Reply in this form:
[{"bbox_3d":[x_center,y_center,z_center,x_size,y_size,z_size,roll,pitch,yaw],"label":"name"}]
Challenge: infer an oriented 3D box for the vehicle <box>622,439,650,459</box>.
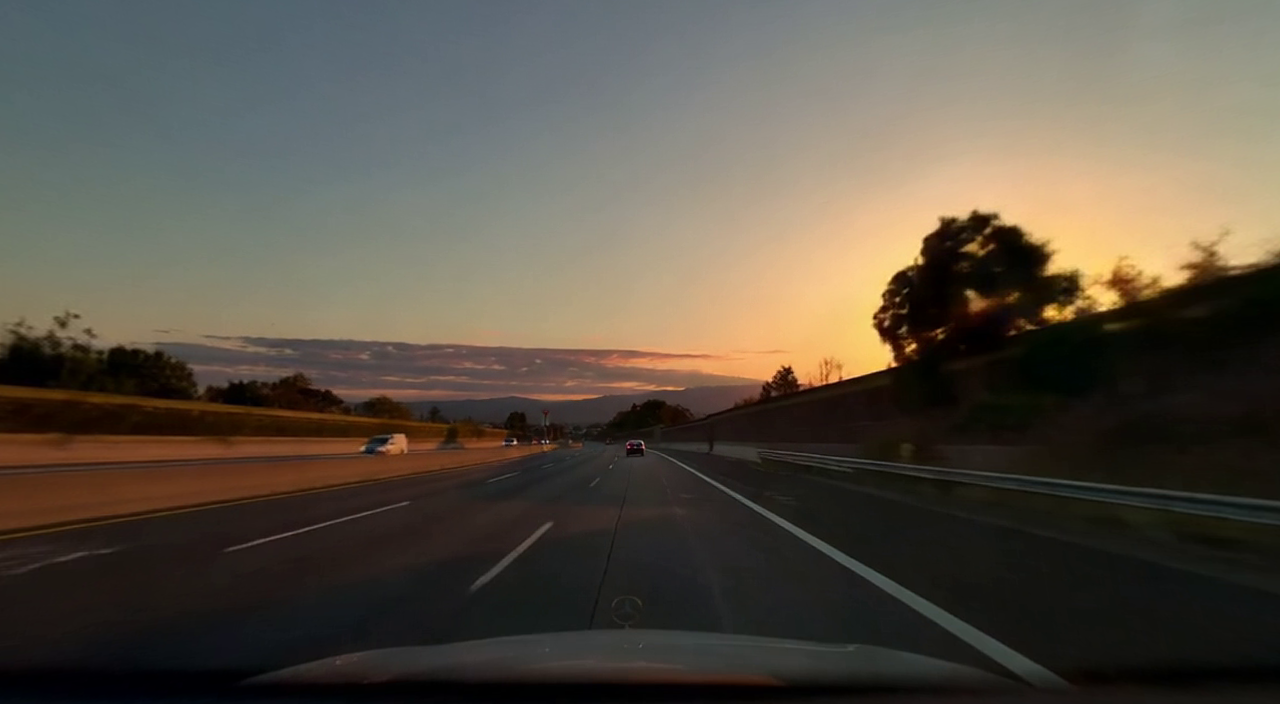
[{"bbox_3d":[-0.318,7.621,49.557,2.083,1.524,4.251,0,-8,0],"label":"vehicle"}]
